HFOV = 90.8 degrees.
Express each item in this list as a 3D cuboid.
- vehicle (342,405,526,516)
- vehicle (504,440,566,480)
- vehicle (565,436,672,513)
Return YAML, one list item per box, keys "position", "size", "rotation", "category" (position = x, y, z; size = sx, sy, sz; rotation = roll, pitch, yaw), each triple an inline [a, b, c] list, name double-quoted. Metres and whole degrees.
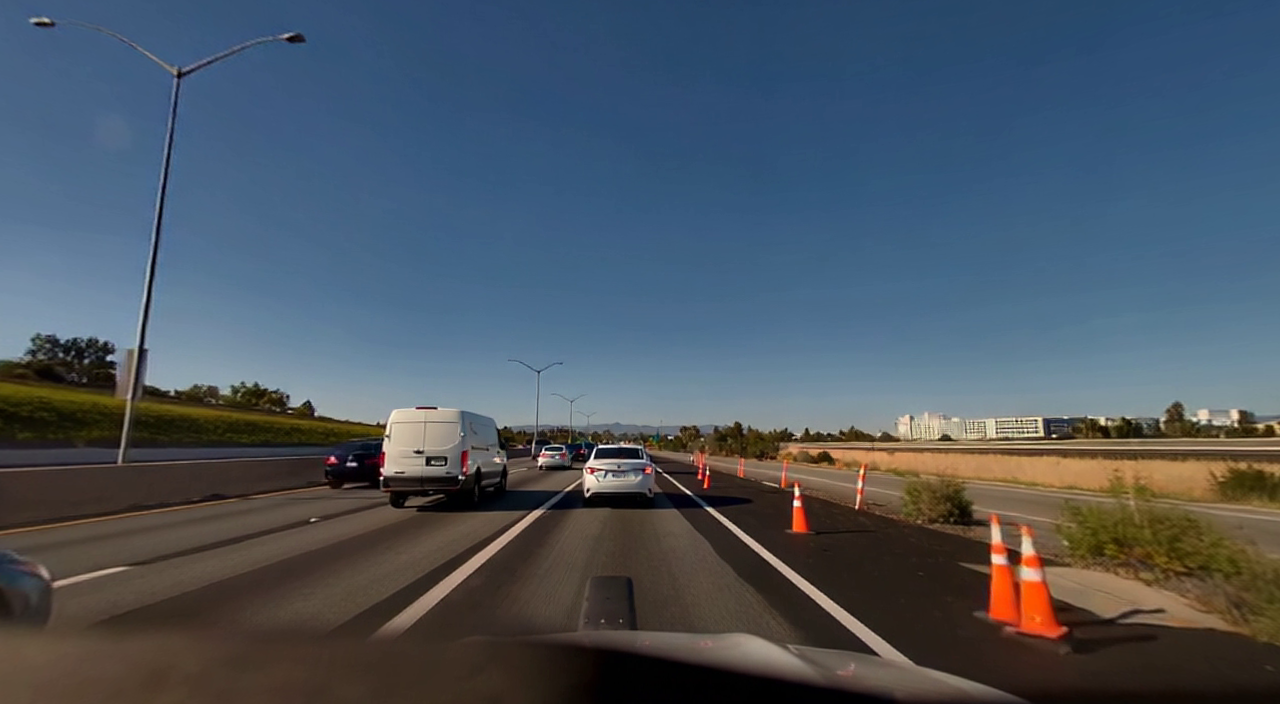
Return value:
- position: [-4.286, 2.410, 14.501]
  size: [2.324, 2.012, 5.740]
  rotation: [0, -9, -1]
  category: "vehicle"
- position: [-4.149, 4.316, 25.553]
  size: [1.824, 1.459, 4.007]
  rotation: [0, -9, 0]
  category: "vehicle"
- position: [-0.442, 2.674, 14.279]
  size: [2.069, 1.484, 3.918]
  rotation: [0, -9, -1]
  category: "vehicle"
